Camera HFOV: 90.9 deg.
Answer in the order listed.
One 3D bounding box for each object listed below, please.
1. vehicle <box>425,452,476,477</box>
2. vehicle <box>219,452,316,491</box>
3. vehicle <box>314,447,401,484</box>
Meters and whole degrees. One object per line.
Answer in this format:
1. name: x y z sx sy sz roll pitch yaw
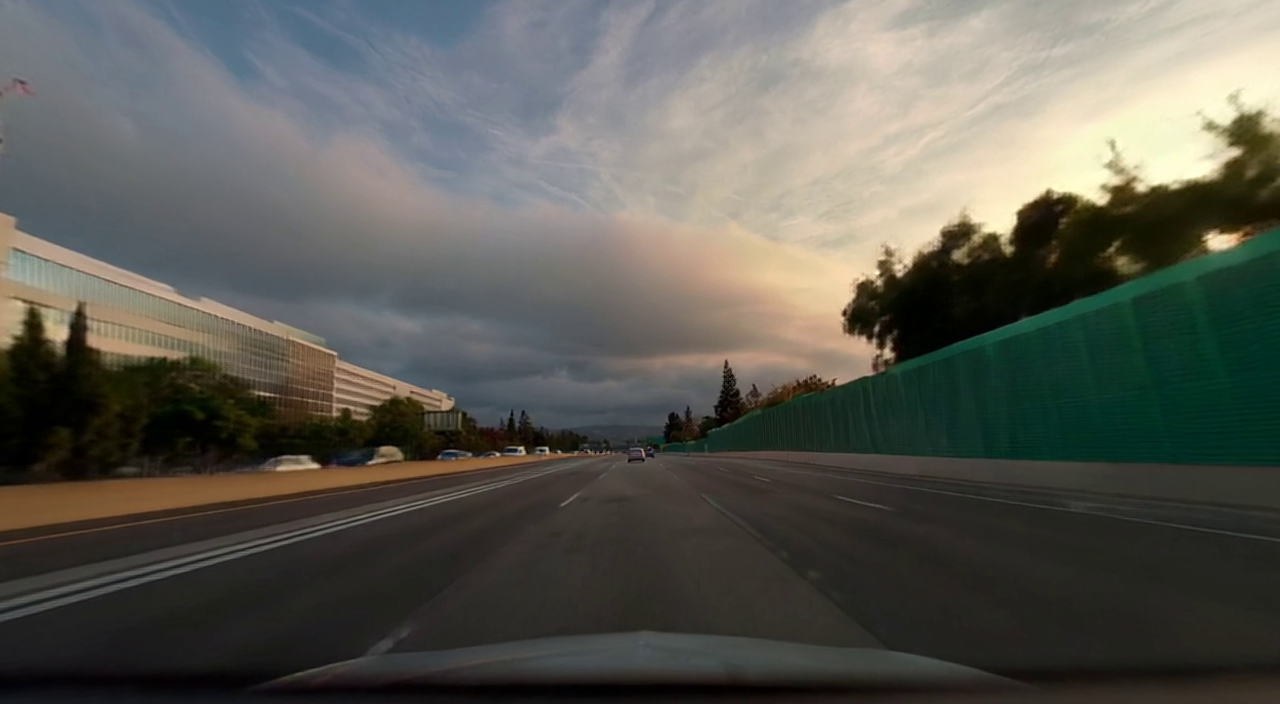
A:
1. vehicle: -11.569 6.851 38.743 1.879 1.413 4.147 0 -9 0
2. vehicle: -16.132 5.178 27.533 1.812 1.528 3.947 0 -9 0
3. vehicle: -11.952 4.804 26.959 1.852 1.455 4.006 0 -9 0
